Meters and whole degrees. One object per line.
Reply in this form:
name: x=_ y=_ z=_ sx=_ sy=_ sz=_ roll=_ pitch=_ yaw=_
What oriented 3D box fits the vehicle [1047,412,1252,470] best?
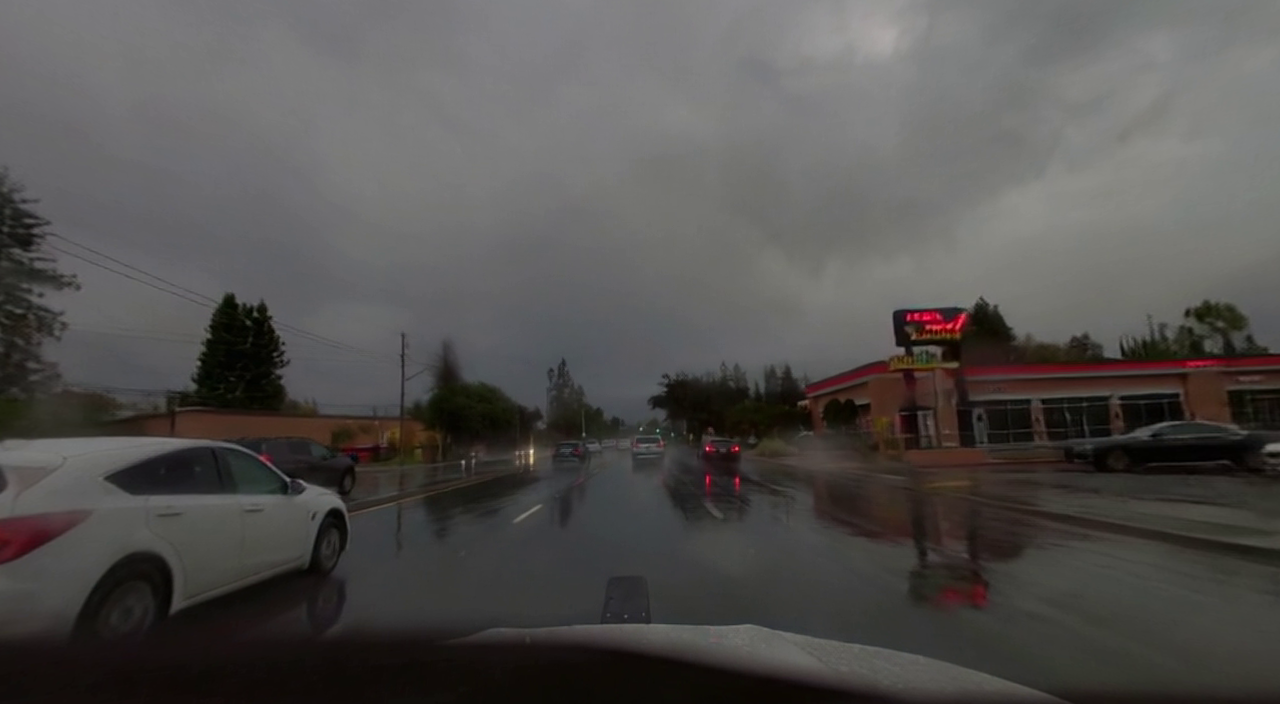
vehicle: x=16.793 y=3.008 z=21.130 sx=1.945 sy=1.690 sz=4.833 roll=4 pitch=-9 yaw=-27

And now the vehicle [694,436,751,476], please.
vehicle: x=3.519 y=4.517 z=27.542 sx=1.922 sy=1.579 sz=3.642 roll=0 pitch=-9 yaw=-1

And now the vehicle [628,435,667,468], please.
vehicle: x=0.407 y=5.940 z=37.794 sx=2.193 sy=1.873 sz=4.033 roll=0 pitch=-9 yaw=0

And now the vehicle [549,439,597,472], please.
vehicle: x=-3.567 y=5.606 z=34.344 sx=2.026 sy=1.665 sz=4.193 roll=0 pitch=-9 yaw=2

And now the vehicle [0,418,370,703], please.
vehicle: x=-3.978 y=1.323 z=4.731 sx=1.908 sy=1.481 sz=4.351 roll=0 pitch=-9 yaw=1
